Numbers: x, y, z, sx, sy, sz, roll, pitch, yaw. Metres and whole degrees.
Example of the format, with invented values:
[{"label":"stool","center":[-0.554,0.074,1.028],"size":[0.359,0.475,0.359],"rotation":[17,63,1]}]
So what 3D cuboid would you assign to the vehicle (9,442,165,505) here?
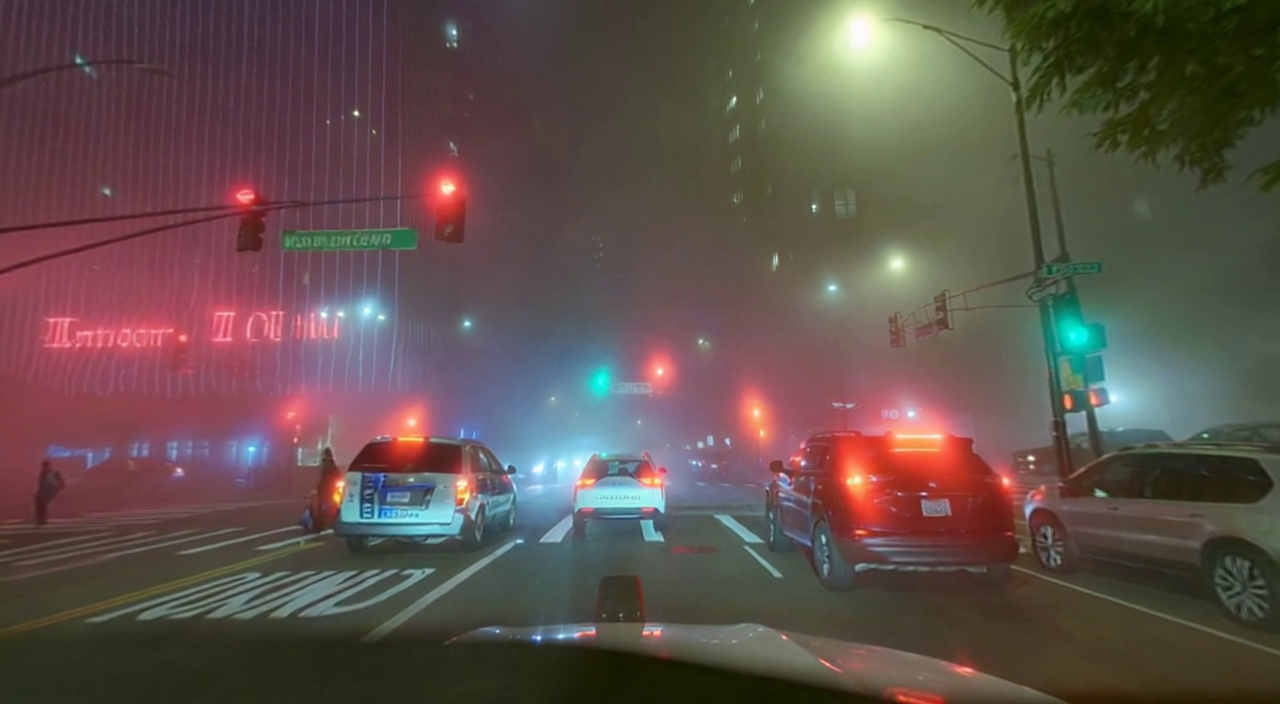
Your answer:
[{"label":"vehicle","center":[-30.881,6.736,35.482],"size":[5.896,3.276,2.809],"rotation":[0,-8,0]}]

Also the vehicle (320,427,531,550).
[{"label":"vehicle","center":[-3.692,2.447,12.225],"size":[2.190,1.840,5.272],"rotation":[0,-8,1]}]

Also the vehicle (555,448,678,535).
[{"label":"vehicle","center":[-0.417,2.713,12.956],"size":[2.092,1.454,4.132],"rotation":[0,-8,0]}]

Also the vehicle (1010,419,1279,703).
[{"label":"vehicle","center":[2.737,0.762,0.696],"size":[1.902,1.454,4.540],"rotation":[0,-8,0]}]

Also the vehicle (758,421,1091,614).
[{"label":"vehicle","center":[3.040,1.858,8.195],"size":[2.072,1.735,4.759],"rotation":[0,-8,0]}]

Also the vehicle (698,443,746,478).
[{"label":"vehicle","center":[5.664,7.595,44.569],"size":[2.420,2.300,5.313],"rotation":[0,-8,-3]}]

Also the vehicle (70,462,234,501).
[{"label":"vehicle","center":[-20.176,5.357,26.279],"size":[5.153,1.449,1.966],"rotation":[0,-8,1]}]
